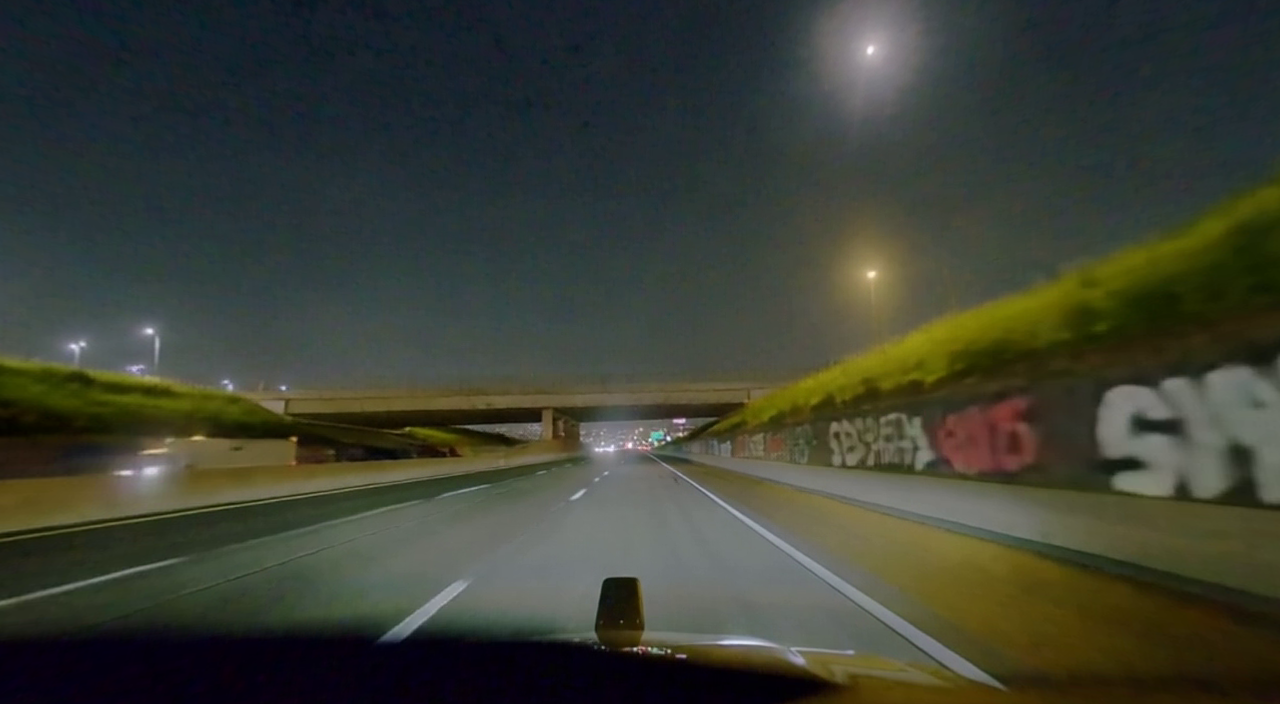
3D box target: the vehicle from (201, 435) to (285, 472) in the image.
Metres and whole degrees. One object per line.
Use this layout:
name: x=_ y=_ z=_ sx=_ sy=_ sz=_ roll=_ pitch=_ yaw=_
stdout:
vehicle: x=-23.661 y=6.055 z=37.806 sx=2.228 sy=2.058 sz=4.155 roll=0 pitch=-9 yaw=0

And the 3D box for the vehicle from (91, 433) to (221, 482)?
vehicle: x=-23.615 y=5.185 z=31.166 sx=2.015 sy=2.161 sz=5.496 roll=0 pitch=-9 yaw=0
